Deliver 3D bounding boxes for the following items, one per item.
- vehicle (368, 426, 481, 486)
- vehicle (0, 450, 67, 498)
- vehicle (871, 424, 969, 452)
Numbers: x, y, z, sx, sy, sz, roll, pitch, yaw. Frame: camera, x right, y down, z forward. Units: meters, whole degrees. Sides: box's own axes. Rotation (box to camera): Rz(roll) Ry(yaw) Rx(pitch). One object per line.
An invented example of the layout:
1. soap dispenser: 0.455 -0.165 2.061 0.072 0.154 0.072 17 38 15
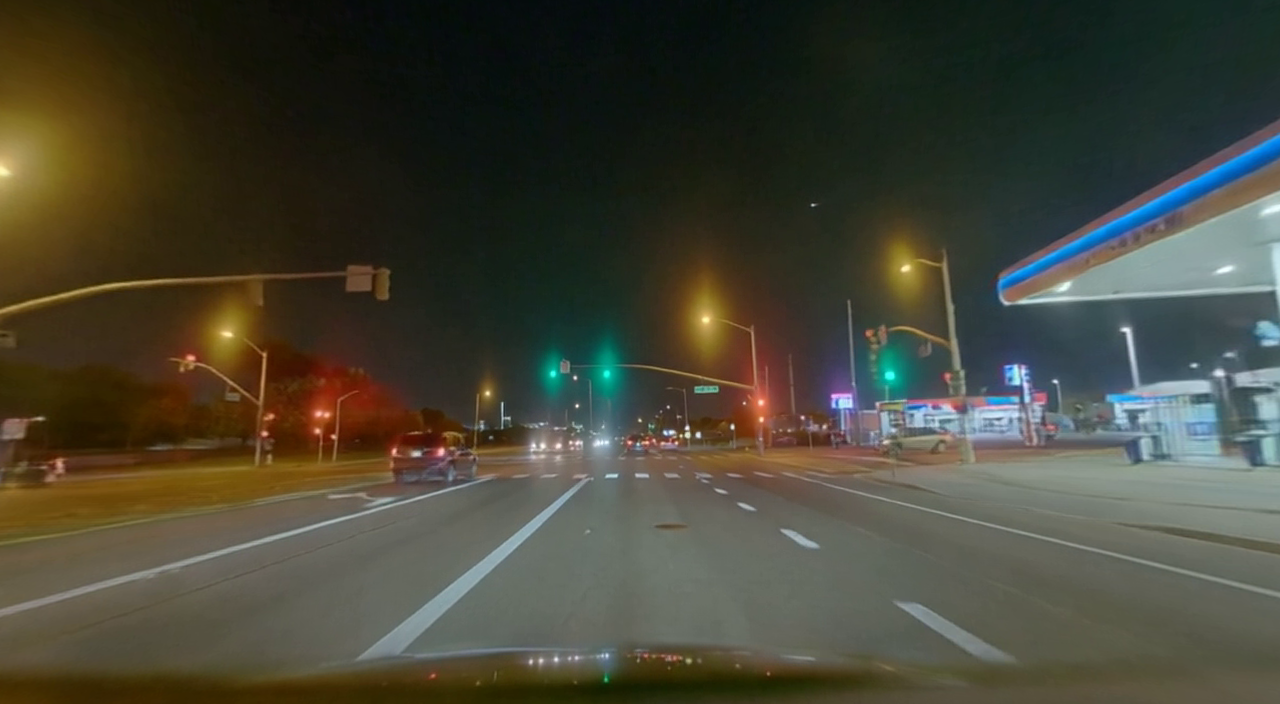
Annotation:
1. vehicle: -6.743 3.314 20.387 2.074 1.692 4.333 0 -8 1
2. vehicle: -21.703 4.133 21.769 1.927 1.457 4.444 5 -9 -30
3. vehicle: 16.340 5.062 37.053 4.727 1.585 2.066 0 -8 1
